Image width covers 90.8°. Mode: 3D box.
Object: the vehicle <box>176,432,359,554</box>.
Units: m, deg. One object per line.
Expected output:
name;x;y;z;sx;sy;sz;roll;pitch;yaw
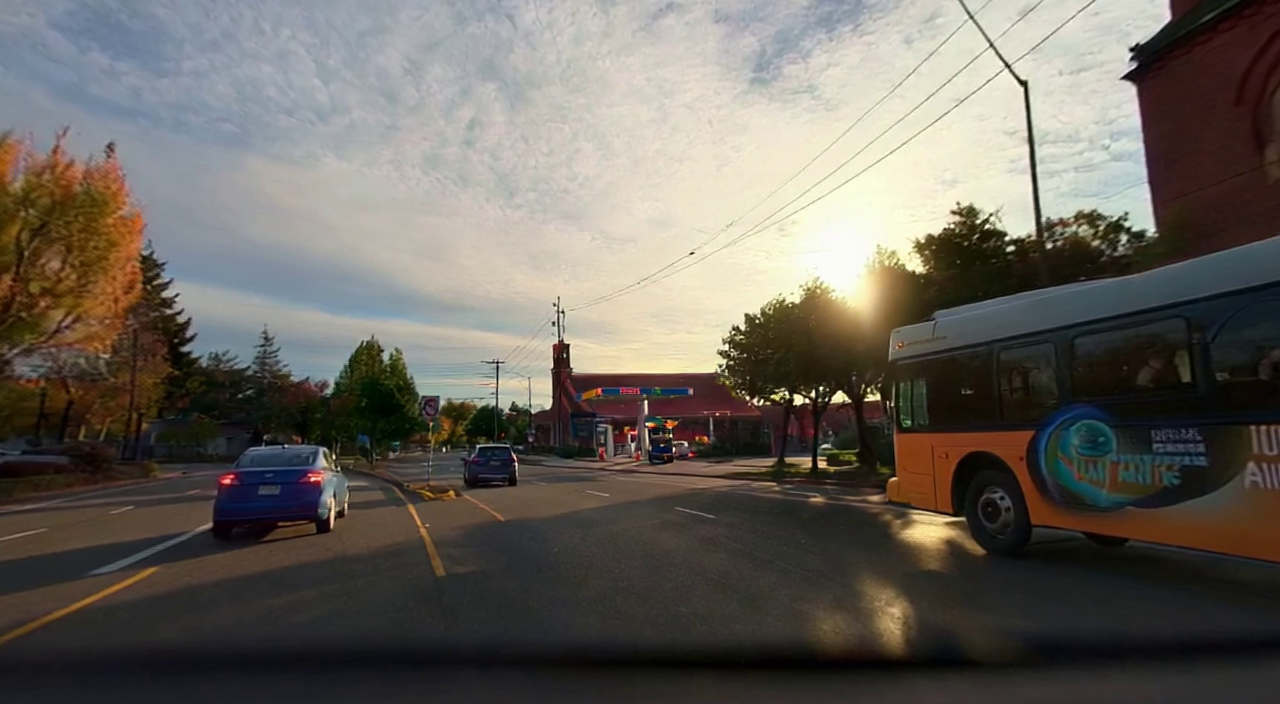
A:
vehicle;-6.068;2.243;10.870;2.060;1.624;4.179;3;-9;-22

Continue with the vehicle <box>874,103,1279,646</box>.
vehicle;5.567;0.020;3.242;3.028;3.353;12.630;0;-9;-5

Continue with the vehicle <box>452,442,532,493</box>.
vehicle;-5.455;4.110;22.858;2.032;1.621;4.082;3;-9;-24
